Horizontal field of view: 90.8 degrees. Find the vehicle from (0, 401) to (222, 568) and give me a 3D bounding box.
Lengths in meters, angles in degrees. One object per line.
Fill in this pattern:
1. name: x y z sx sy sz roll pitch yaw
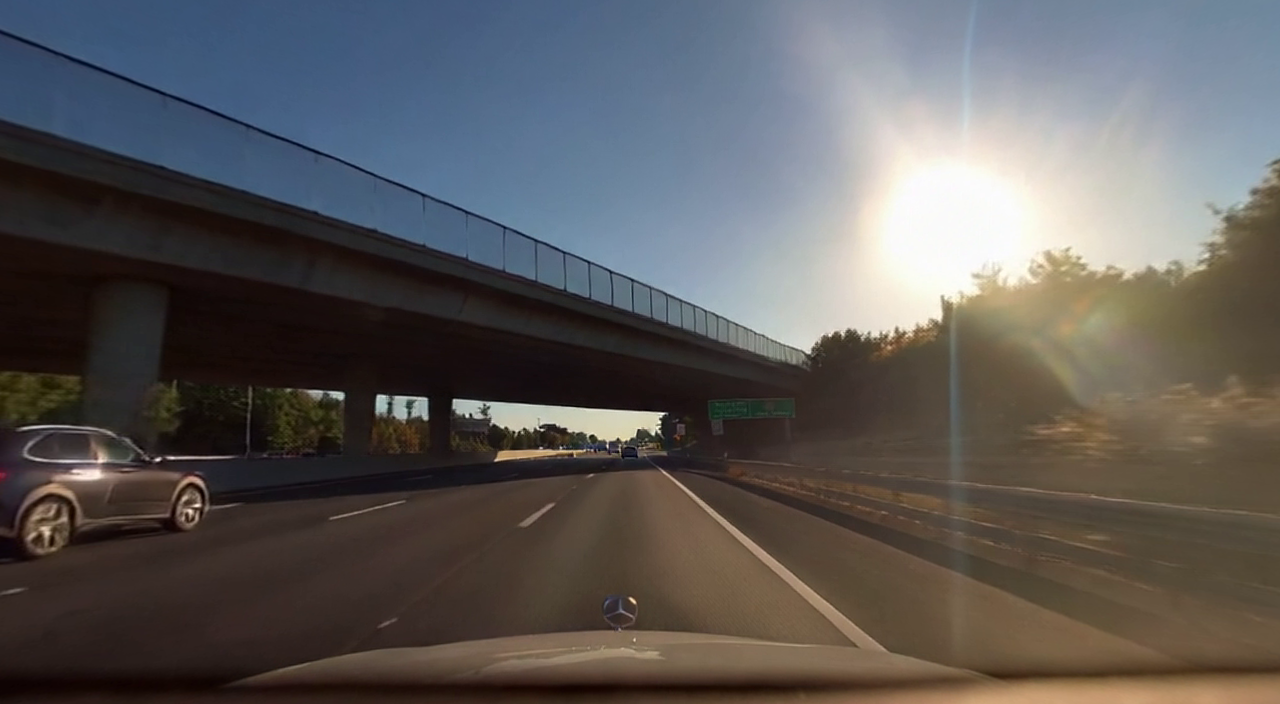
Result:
1. vehicle: -8.091 1.614 8.049 2.231 1.807 4.758 0 -8 0
